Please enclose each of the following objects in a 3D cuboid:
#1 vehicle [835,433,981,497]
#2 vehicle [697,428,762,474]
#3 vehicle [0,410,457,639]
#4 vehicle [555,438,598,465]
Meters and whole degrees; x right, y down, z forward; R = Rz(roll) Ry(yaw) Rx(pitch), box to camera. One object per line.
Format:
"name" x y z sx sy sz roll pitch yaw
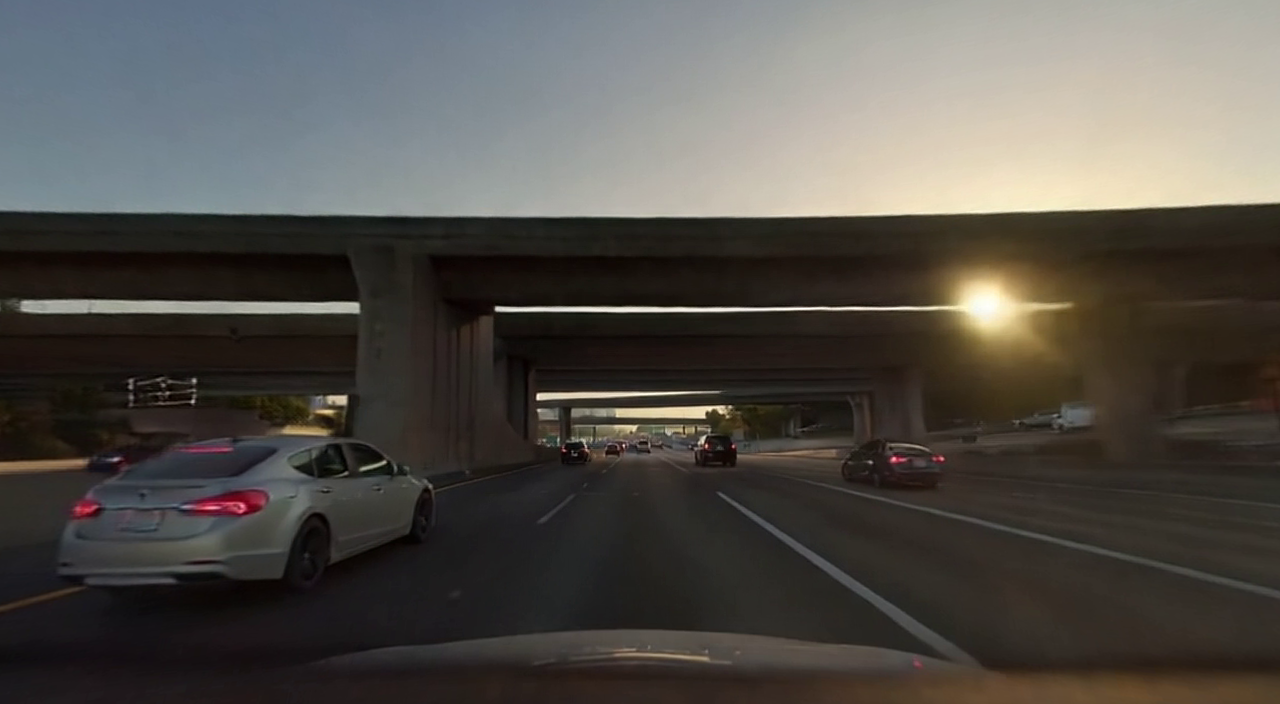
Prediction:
"vehicle" 6.932 2.952 16.938 1.989 1.472 4.322 0 -8 -1
"vehicle" 3.623 4.114 26.383 2.072 1.761 4.242 0 -8 0
"vehicle" -3.611 1.463 6.508 1.997 1.476 4.703 0 -8 1
"vehicle" -3.674 5.877 37.358 2.047 1.464 4.387 0 -8 1
